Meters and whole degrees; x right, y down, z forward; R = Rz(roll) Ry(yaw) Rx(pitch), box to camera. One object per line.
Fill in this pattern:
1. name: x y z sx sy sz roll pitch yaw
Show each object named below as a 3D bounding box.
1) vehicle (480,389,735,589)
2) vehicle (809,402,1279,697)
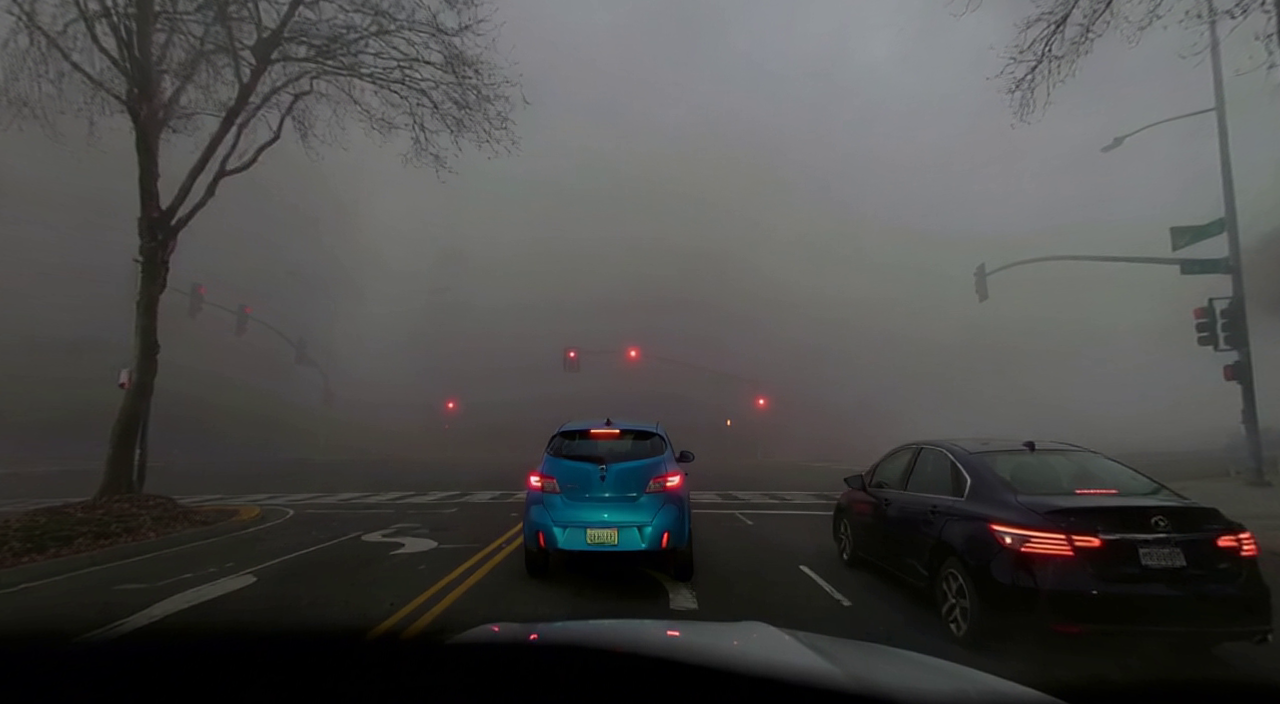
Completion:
1. vehicle: -0.343 1.525 7.787 2.247 1.760 4.231 0 -9 -2
2. vehicle: 3.168 1.401 5.763 1.932 1.562 4.629 0 -9 -1
